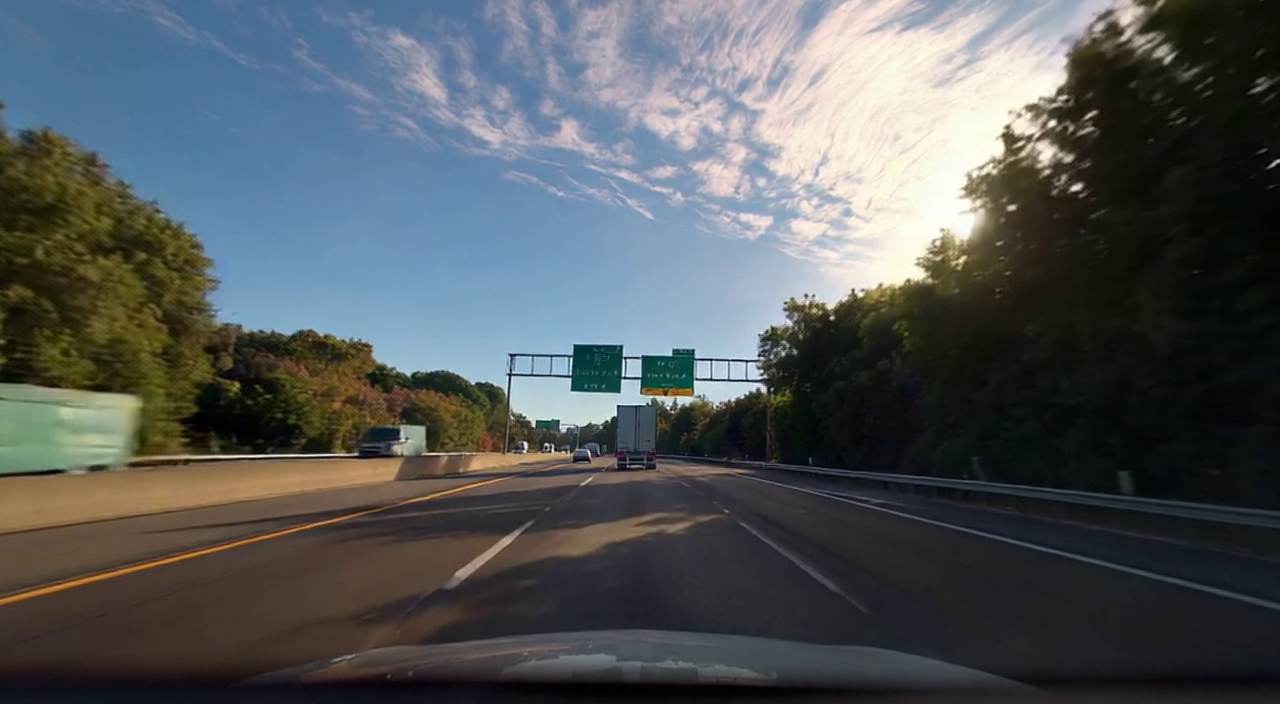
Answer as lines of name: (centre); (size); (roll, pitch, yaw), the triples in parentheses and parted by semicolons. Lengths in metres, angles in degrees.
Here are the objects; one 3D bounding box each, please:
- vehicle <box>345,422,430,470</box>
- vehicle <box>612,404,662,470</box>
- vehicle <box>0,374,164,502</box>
vehicle: (-13.293, 5.030, 33.666); (2.229, 2.282, 5.782); (0, -9, -1)
vehicle: (-0.302, 5.952, 43.477); (2.962, 3.953, 10.696); (0, -9, -1)
vehicle: (-13.651, 1.850, 13.386); (2.459, 2.466, 5.747); (0, -9, 0)
